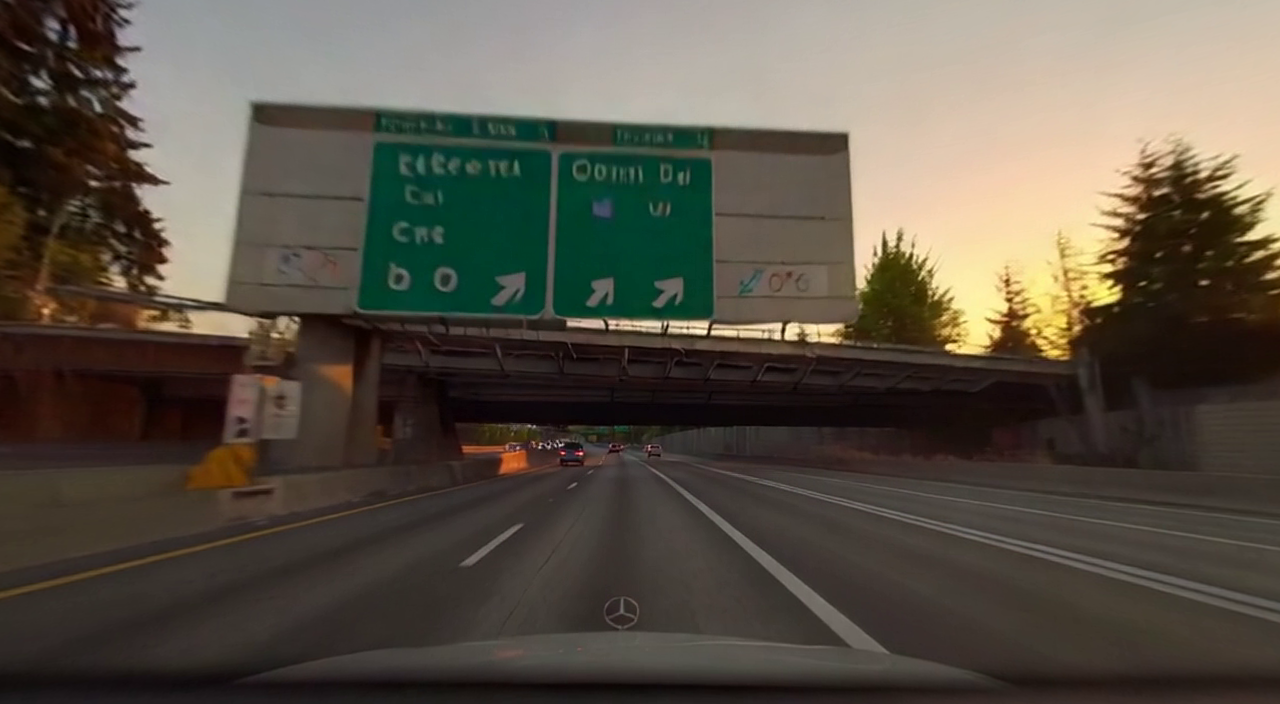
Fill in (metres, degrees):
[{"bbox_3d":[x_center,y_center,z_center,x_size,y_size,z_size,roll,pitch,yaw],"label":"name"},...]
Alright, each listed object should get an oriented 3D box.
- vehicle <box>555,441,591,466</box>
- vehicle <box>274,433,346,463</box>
[{"bbox_3d":[-4.572,7.023,43.281,2.071,1.615,3.868,0,-9,-1],"label":"vehicle"},{"bbox_3d":[-17.600,5.149,33.654,1.832,1.487,3.853,0,-9,-1],"label":"vehicle"}]
